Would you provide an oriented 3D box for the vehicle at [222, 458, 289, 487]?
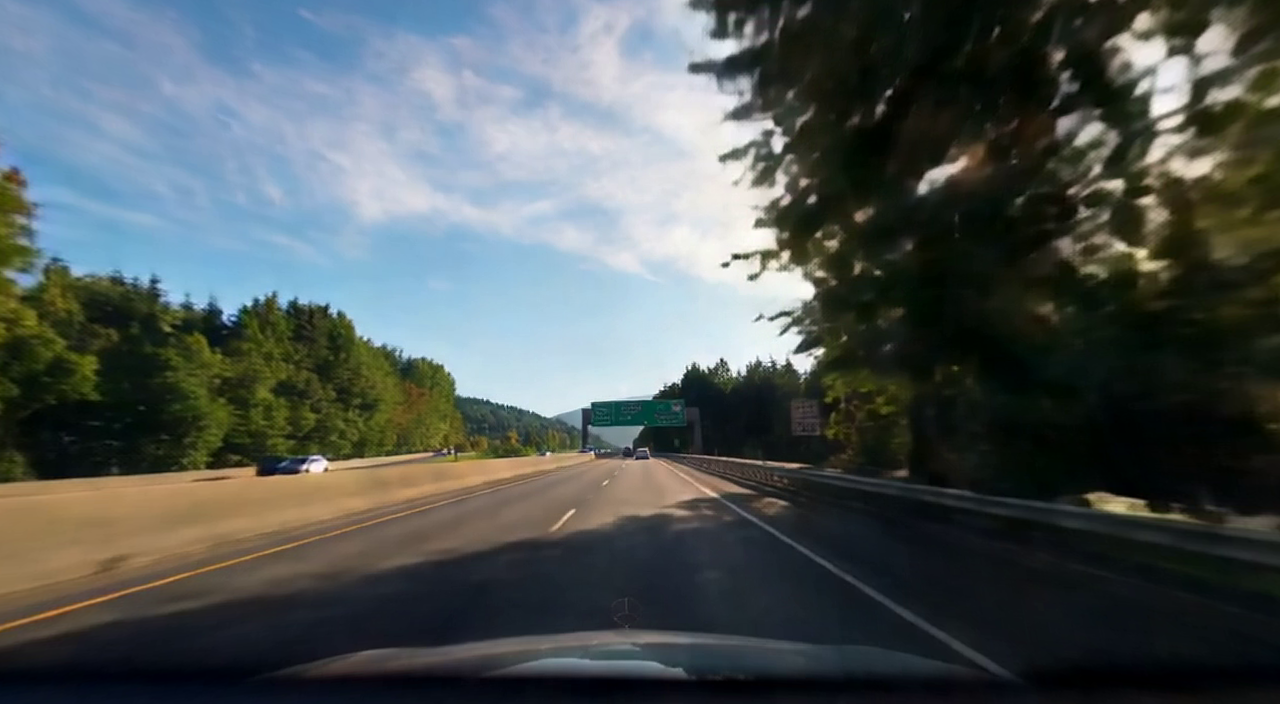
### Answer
[{"bbox_3d":[-26.355,8.250,43.382,2.049,1.755,4.884,1,-9,-8],"label":"vehicle"}]
